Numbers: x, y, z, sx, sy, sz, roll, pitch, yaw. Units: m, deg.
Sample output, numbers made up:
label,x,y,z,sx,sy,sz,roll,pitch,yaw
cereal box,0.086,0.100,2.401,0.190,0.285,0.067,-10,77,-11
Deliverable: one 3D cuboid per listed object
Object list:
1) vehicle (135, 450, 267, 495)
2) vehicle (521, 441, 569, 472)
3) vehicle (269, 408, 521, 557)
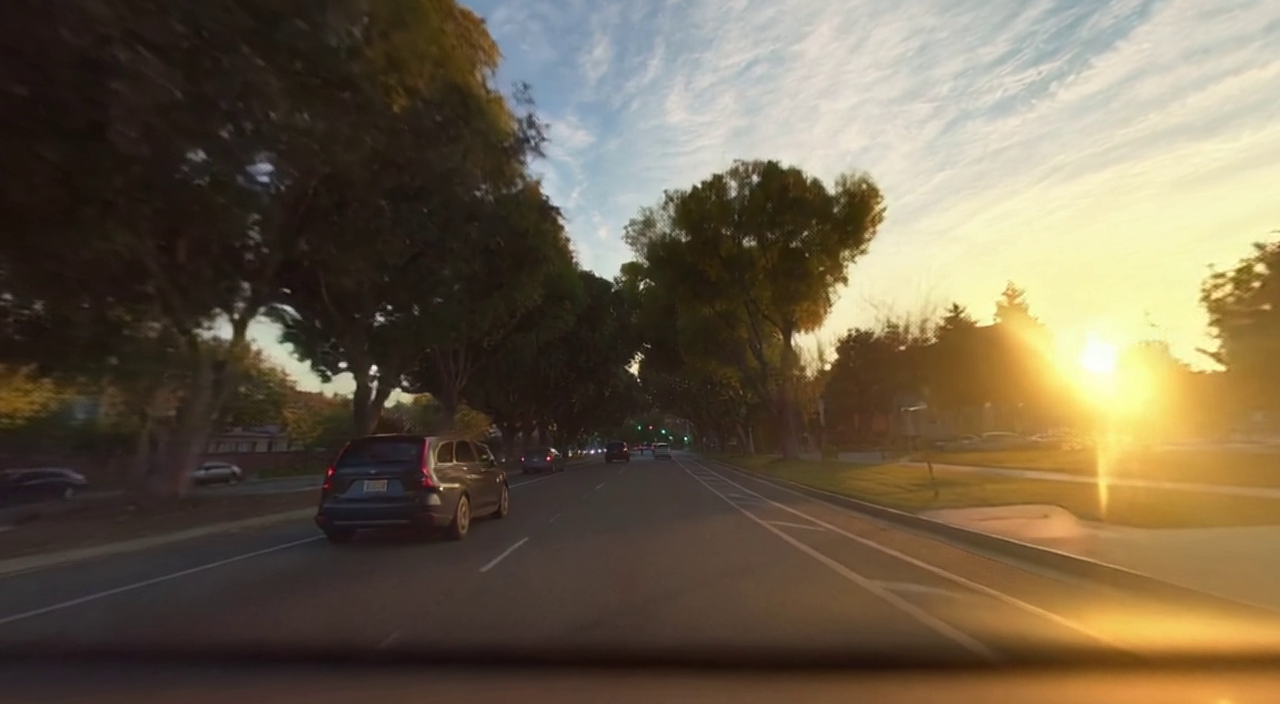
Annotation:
label,x,y,z,sx,sy,sz,roll,pitch,yaw
vehicle,-21.947,6.003,31.961,2.259,1.943,5.934,-1,-8,3
vehicle,-5.572,6.208,37.554,1.985,1.708,4.310,-1,-8,3
vehicle,-3.357,1.883,9.786,2.123,1.761,4.322,0,-8,1
